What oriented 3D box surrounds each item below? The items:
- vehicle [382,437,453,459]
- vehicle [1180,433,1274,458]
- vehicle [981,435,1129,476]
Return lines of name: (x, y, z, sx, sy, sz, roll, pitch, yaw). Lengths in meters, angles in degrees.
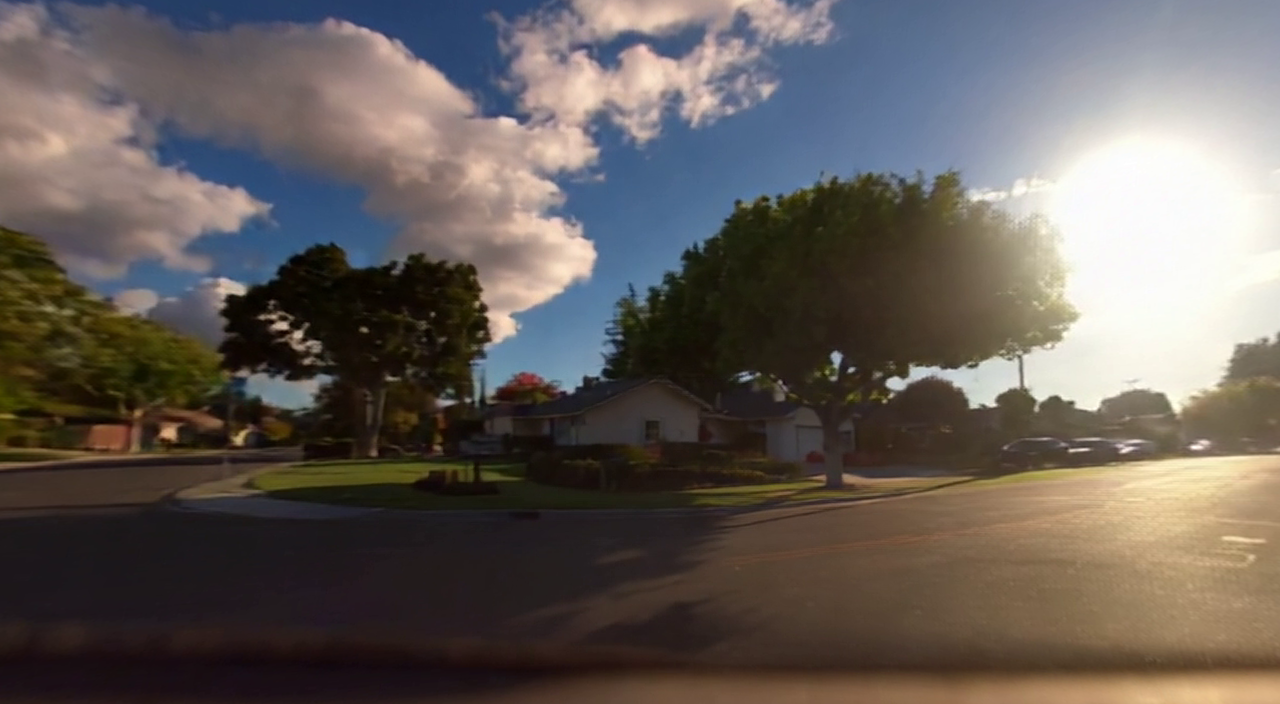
vehicle: (-15.529, 6.735, 44.272, 4.585, 1.457, 1.899, 3, -9, -17)
vehicle: (44.248, 7.085, 47.732, 4.620, 1.695, 2.004, -4, -10, 17)
vehicle: (16.949, 4.250, 26.107, 4.750, 1.559, 1.928, -4, -9, 23)
